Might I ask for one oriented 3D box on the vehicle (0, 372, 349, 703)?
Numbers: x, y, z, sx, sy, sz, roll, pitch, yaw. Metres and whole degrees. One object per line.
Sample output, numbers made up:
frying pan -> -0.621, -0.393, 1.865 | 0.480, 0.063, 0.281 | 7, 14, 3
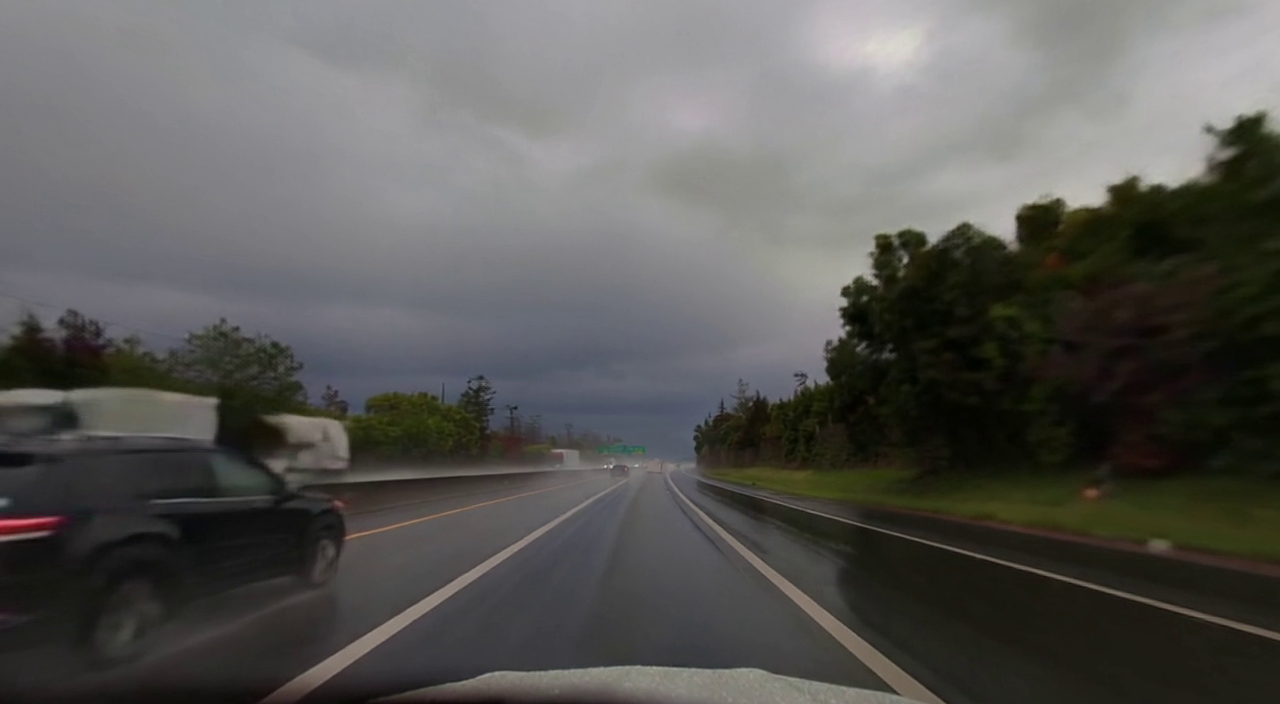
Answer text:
vehicle -> -4.134, 1.141, 4.233 | 2.053, 1.657, 4.725 | 1, -11, 0
